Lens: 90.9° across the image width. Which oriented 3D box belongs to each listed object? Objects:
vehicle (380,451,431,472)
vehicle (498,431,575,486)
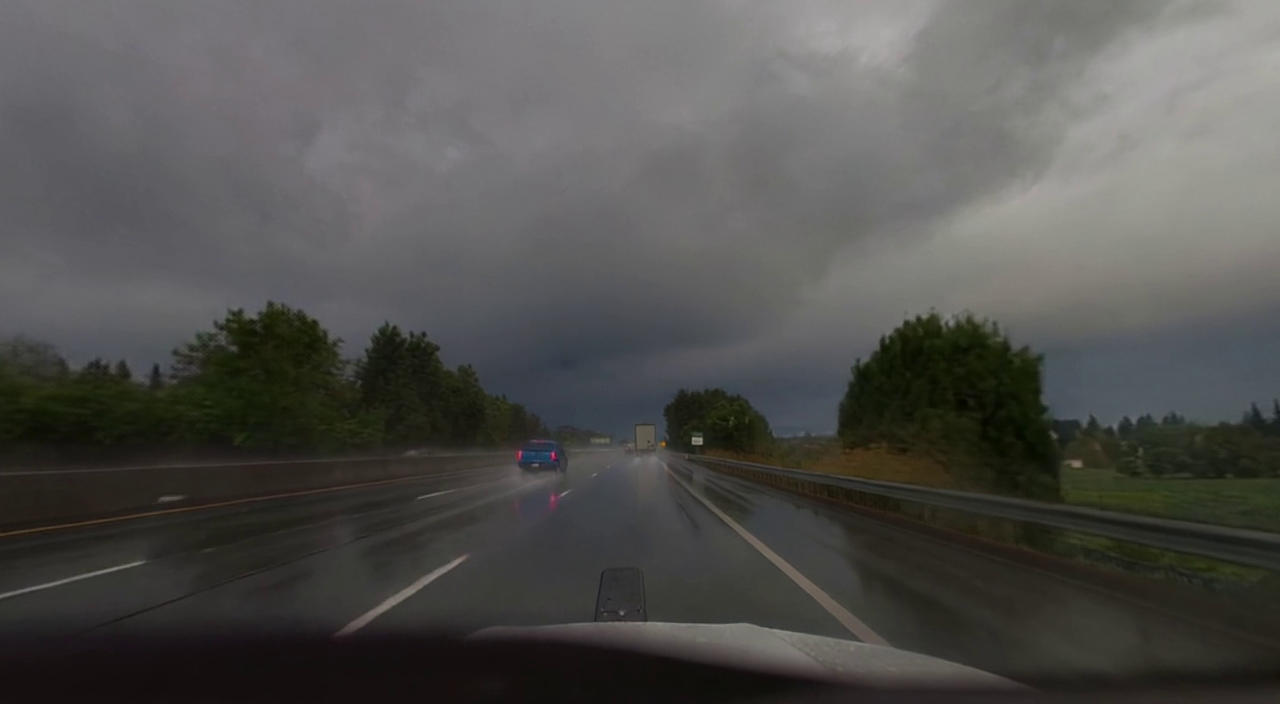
[{"bbox_3d":[-16.950,7.907,45.787,1.899,1.457,4.617,0,-9,0],"label":"vehicle"},{"bbox_3d":[-3.939,4.187,25.012,2.124,1.888,5.226,0,-9,0],"label":"vehicle"}]
